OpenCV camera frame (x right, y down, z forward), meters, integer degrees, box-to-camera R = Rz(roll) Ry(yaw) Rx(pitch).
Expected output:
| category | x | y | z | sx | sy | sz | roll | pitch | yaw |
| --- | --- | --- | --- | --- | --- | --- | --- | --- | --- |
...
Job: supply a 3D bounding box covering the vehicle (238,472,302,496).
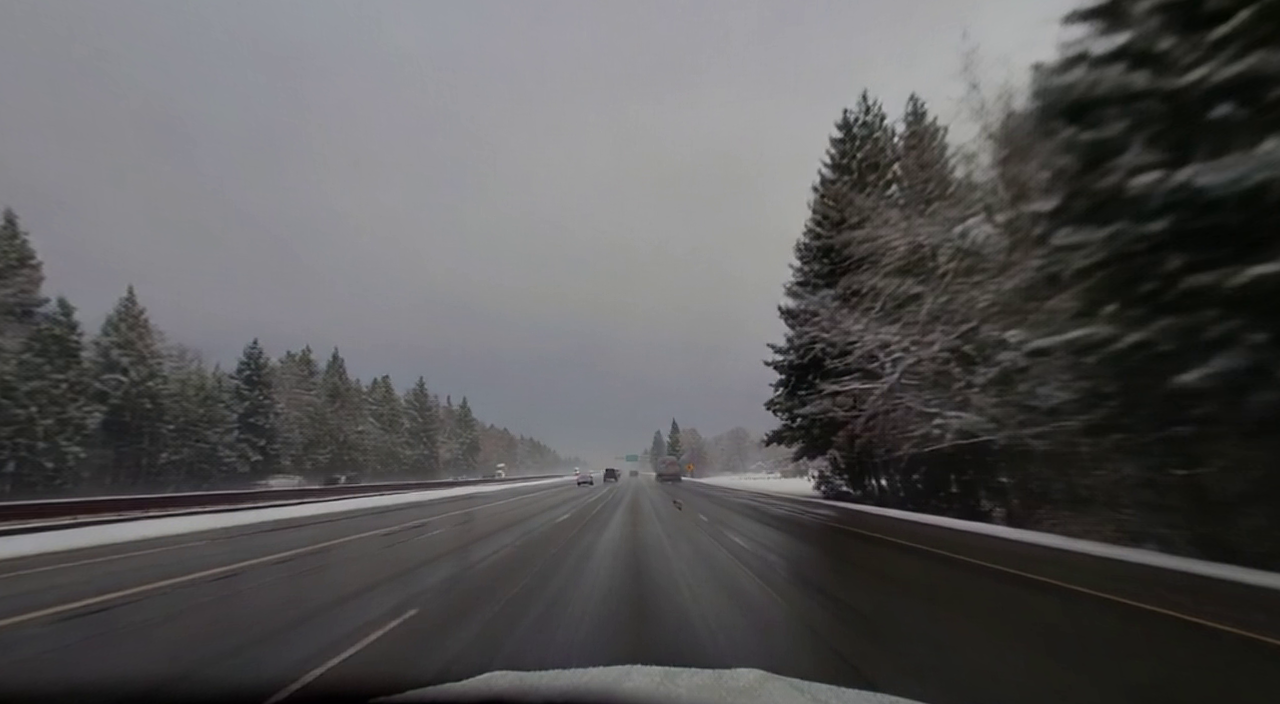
| category | x | y | z | sx | sy | sz | roll | pitch | yaw |
| --- | --- | --- | --- | --- | --- | --- | --- | --- | --- |
| vehicle | -22.530 | 8.032 | 38.491 | 1.612 | 1.398 | 3.712 | 1 | -11 | -1 |
